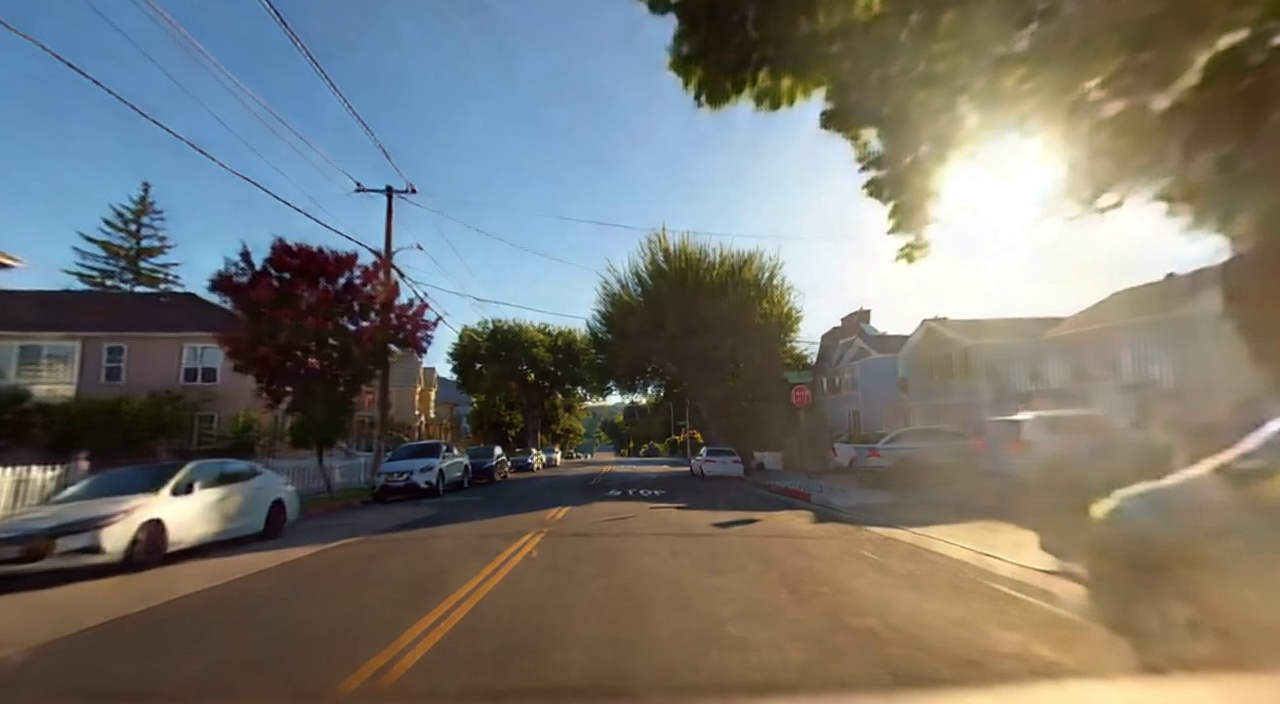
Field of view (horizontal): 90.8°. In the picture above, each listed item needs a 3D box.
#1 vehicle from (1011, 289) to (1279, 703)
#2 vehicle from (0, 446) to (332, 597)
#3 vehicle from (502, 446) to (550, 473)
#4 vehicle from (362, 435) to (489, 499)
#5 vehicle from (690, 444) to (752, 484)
[{"bbox_3d":[3.509,0.642,1.836,2.114,1.909,4.266,0,-9,-2],"label":"vehicle"},{"bbox_3d":[-6.477,2.019,8.544,2.211,1.469,4.380,0,-9,4],"label":"vehicle"},{"bbox_3d":[-6.762,6.449,38.099,2.056,1.481,4.451,0,-9,0],"label":"vehicle"},{"bbox_3d":[-6.545,3.576,20.112,2.136,1.757,5.365,0,-9,0],"label":"vehicle"},{"bbox_3d":[3.380,4.785,27.407,1.963,1.536,5.446,0,-9,0],"label":"vehicle"}]
